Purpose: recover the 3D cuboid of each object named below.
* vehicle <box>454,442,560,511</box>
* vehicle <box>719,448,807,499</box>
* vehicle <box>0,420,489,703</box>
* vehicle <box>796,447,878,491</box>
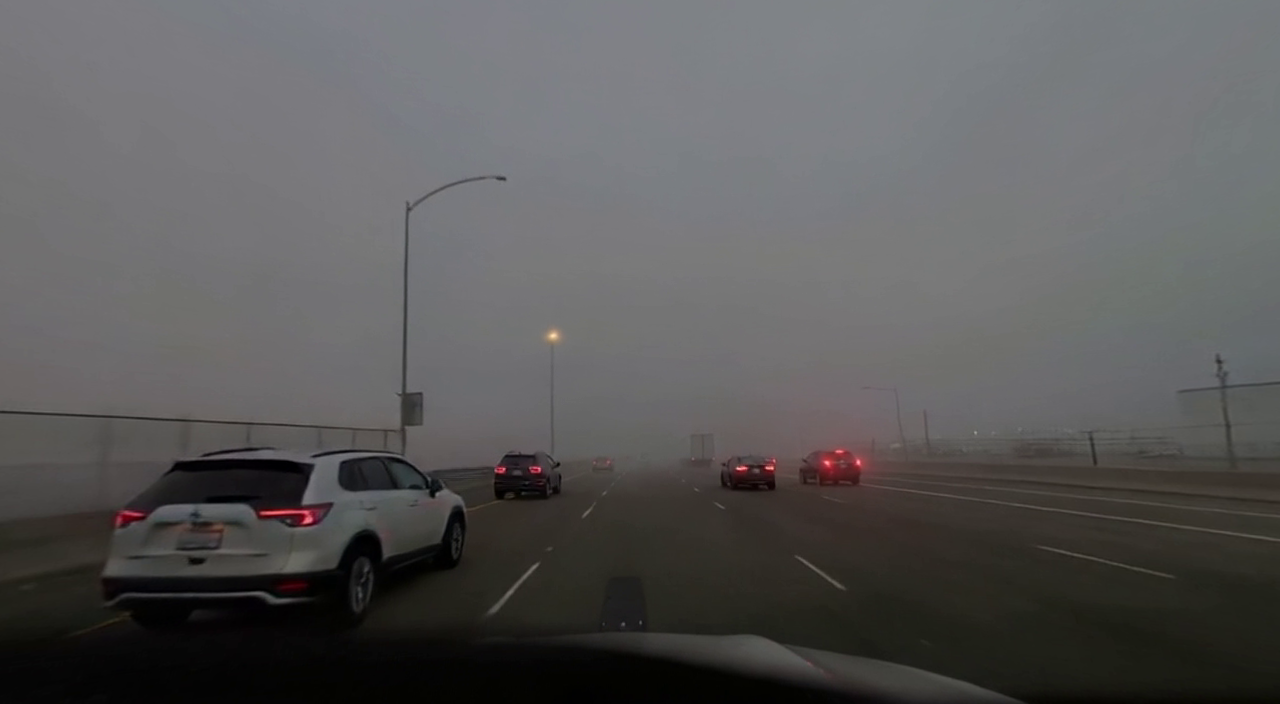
[{"bbox_3d":[-3.549,3.402,17.701,2.036,1.669,4.112,-1,-9,1],"label":"vehicle"},{"bbox_3d":[3.898,3.928,20.835,1.942,1.453,4.329,0,-9,-1],"label":"vehicle"},{"bbox_3d":[-3.075,1.509,5.669,2.067,1.555,4.851,-1,-9,2],"label":"vehicle"},{"bbox_3d":[7.530,4.475,24.484,1.860,1.520,3.961,-1,-9,0],"label":"vehicle"}]
